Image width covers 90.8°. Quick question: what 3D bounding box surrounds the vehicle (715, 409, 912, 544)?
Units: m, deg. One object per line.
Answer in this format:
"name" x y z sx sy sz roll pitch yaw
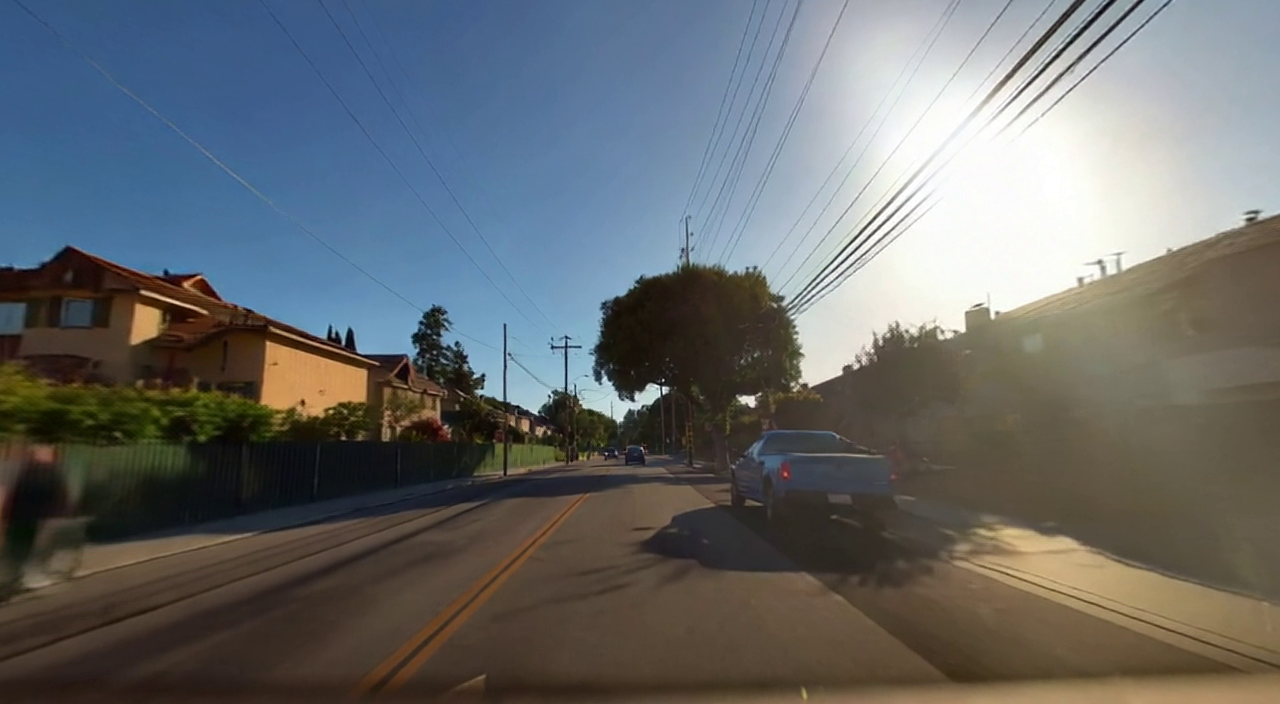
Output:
"vehicle" 3.082 2.382 12.795 2.278 1.933 5.860 4 -9 0
